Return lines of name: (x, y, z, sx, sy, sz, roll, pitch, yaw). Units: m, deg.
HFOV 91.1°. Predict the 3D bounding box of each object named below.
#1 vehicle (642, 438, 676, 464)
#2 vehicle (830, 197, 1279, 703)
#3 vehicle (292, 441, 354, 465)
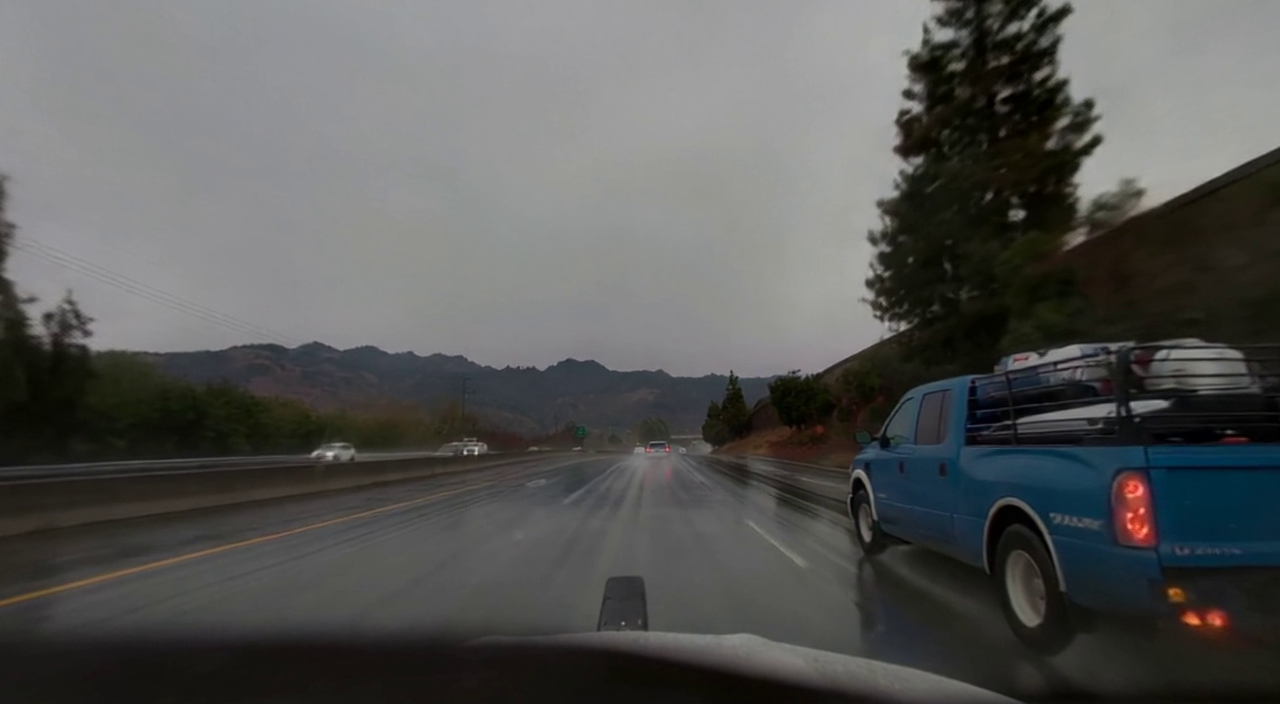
vehicle: (1.148, 6.385, 40.489, 2.034, 1.549, 4.147, 0, -9, 0)
vehicle: (3.759, 0.891, 4.877, 2.538, 2.228, 6.370, 0, -9, 0)
vehicle: (-25.082, 8.015, 49.886, 2.176, 1.793, 4.917, -1, -9, 3)
